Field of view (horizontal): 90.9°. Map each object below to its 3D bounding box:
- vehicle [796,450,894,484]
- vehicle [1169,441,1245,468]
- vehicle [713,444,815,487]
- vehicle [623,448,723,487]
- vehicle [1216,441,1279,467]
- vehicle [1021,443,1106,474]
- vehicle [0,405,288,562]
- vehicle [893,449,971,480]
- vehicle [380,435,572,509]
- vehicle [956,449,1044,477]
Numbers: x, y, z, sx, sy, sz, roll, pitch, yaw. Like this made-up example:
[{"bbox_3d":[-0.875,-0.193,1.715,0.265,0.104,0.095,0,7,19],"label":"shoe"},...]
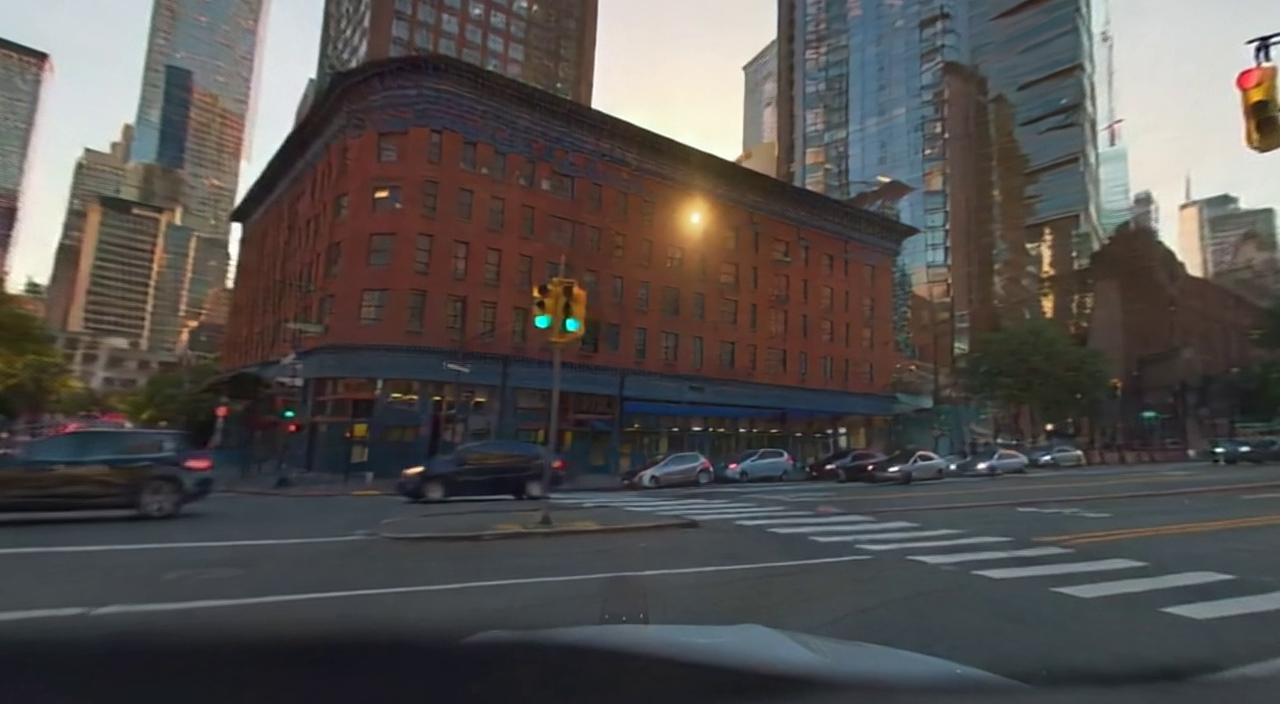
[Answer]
[{"bbox_3d":[10.164,5.667,31.289,4.418,1.556,1.814,4,-10,-22],"label":"vehicle"},{"bbox_3d":[38.430,6.927,42.732,4.574,1.700,1.911,4,-10,-23],"label":"vehicle"},{"bbox_3d":[5.830,5.277,29.669,4.289,1.875,1.963,4,-10,-23],"label":"vehicle"},{"bbox_3d":[1.449,5.083,27.938,4.035,1.586,1.738,4,-10,-23],"label":"vehicle"},{"bbox_3d":[43.237,7.263,44.619,4.298,1.490,1.772,8,-13,-21],"label":"vehicle"},{"bbox_3d":[25.154,6.298,37.440,4.502,1.696,1.884,4,-10,-22],"label":"vehicle"},{"bbox_3d":[-7.217,1.529,7.614,1.926,1.624,4.749,-5,-10,30],"label":"vehicle"},{"bbox_3d":[15.627,5.973,33.762,3.522,1.546,1.721,4,-10,-22],"label":"vehicle"},{"bbox_3d":[-4.058,2.936,15.814,4.291,1.606,1.859,5,-10,-28],"label":"vehicle"},{"bbox_3d":[20.185,6.186,35.363,4.494,1.481,1.783,4,-10,-22],"label":"vehicle"}]
